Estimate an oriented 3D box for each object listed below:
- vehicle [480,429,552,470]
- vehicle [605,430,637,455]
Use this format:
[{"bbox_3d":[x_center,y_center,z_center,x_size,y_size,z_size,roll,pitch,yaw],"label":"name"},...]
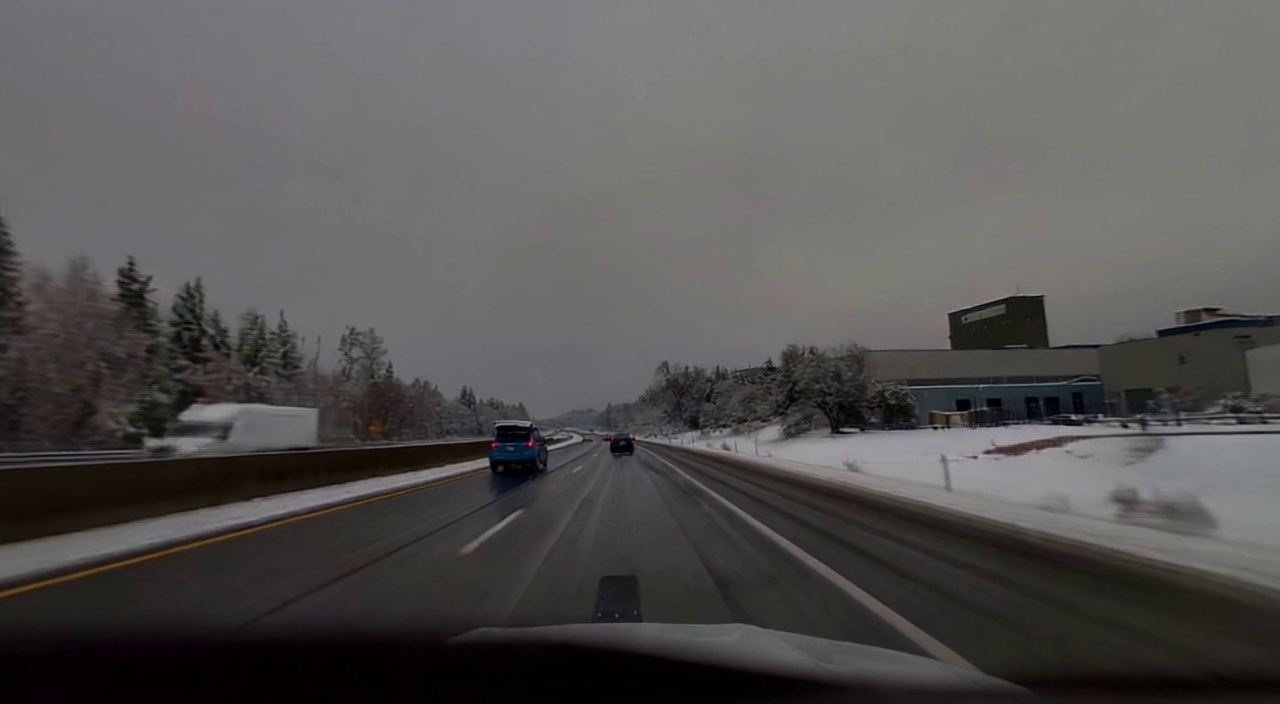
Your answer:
[{"bbox_3d":[-5.168,4.129,26.904,2.189,1.580,4.607,0,-8,0],"label":"vehicle"},{"bbox_3d":[-1.299,6.295,43.908,2.151,1.618,3.898,0,-8,-1],"label":"vehicle"}]
